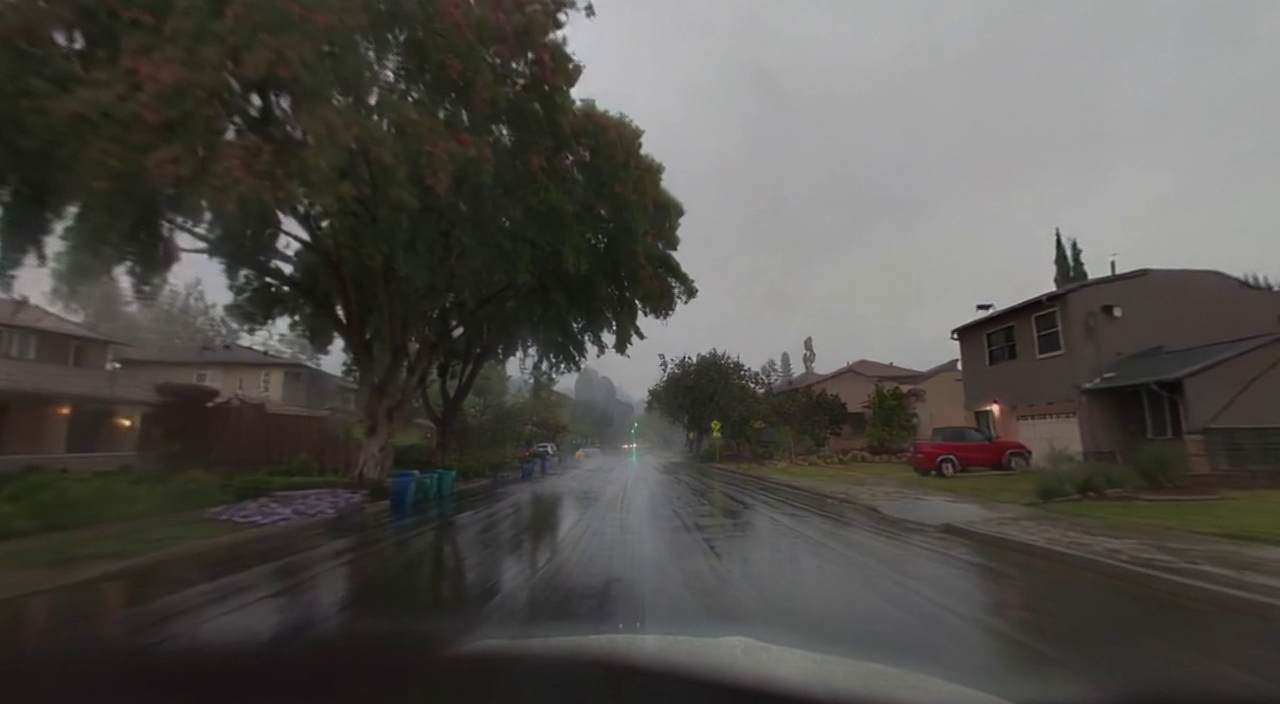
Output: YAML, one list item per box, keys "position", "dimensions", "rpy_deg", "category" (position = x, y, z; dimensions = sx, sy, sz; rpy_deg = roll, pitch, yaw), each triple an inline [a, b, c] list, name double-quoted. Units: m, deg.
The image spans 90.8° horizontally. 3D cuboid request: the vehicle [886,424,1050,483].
- position: [11.260, 3.498, 21.853]
  dimensions: [4.626, 1.880, 1.980]
  rpy_deg: [1, -9, -8]
  category: "vehicle"
